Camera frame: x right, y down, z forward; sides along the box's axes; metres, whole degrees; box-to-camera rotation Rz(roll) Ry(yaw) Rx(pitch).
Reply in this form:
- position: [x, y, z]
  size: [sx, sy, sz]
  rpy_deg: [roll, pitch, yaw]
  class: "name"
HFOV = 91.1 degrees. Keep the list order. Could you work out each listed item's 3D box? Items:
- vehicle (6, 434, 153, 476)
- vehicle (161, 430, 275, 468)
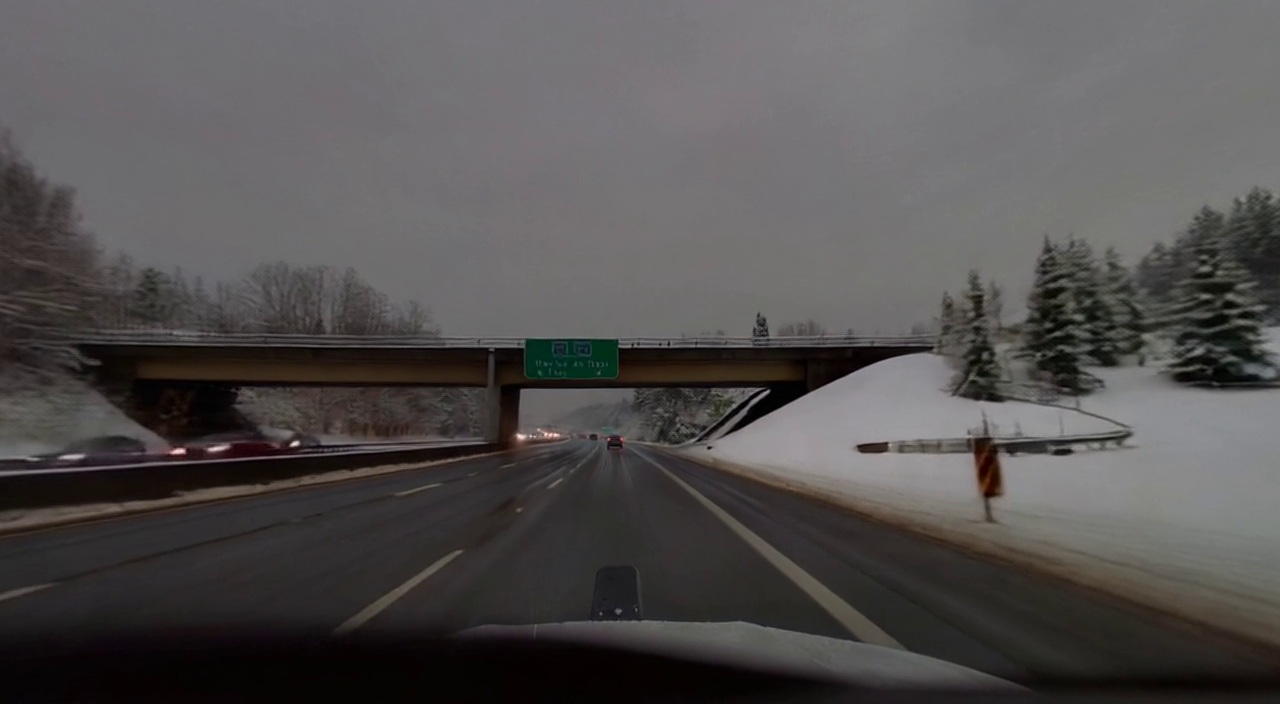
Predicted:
- position: [-22.055, 4.029, 25.023]
  size: [1.851, 1.475, 4.417]
  rpy_deg: [0, -8, -1]
  class: "vehicle"
- position: [-18.538, 4.258, 27.929]
  size: [2.025, 1.539, 4.484]
  rpy_deg: [0, -8, -1]
  class: "vehicle"
